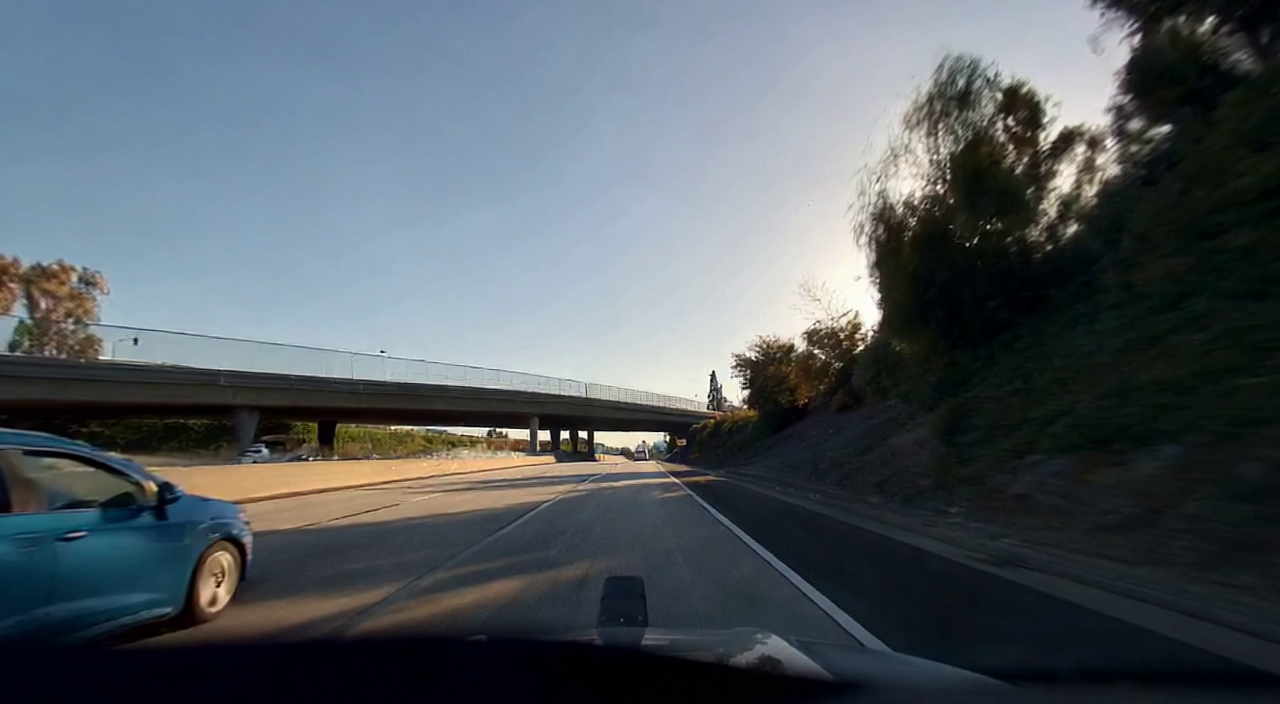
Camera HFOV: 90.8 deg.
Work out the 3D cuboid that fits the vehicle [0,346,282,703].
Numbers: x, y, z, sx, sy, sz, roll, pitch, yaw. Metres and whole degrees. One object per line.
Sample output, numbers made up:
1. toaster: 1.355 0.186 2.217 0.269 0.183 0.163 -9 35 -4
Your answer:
1. vehicle: -4.109 0.809 2.598 2.272 1.759 5.058 0 -9 0
